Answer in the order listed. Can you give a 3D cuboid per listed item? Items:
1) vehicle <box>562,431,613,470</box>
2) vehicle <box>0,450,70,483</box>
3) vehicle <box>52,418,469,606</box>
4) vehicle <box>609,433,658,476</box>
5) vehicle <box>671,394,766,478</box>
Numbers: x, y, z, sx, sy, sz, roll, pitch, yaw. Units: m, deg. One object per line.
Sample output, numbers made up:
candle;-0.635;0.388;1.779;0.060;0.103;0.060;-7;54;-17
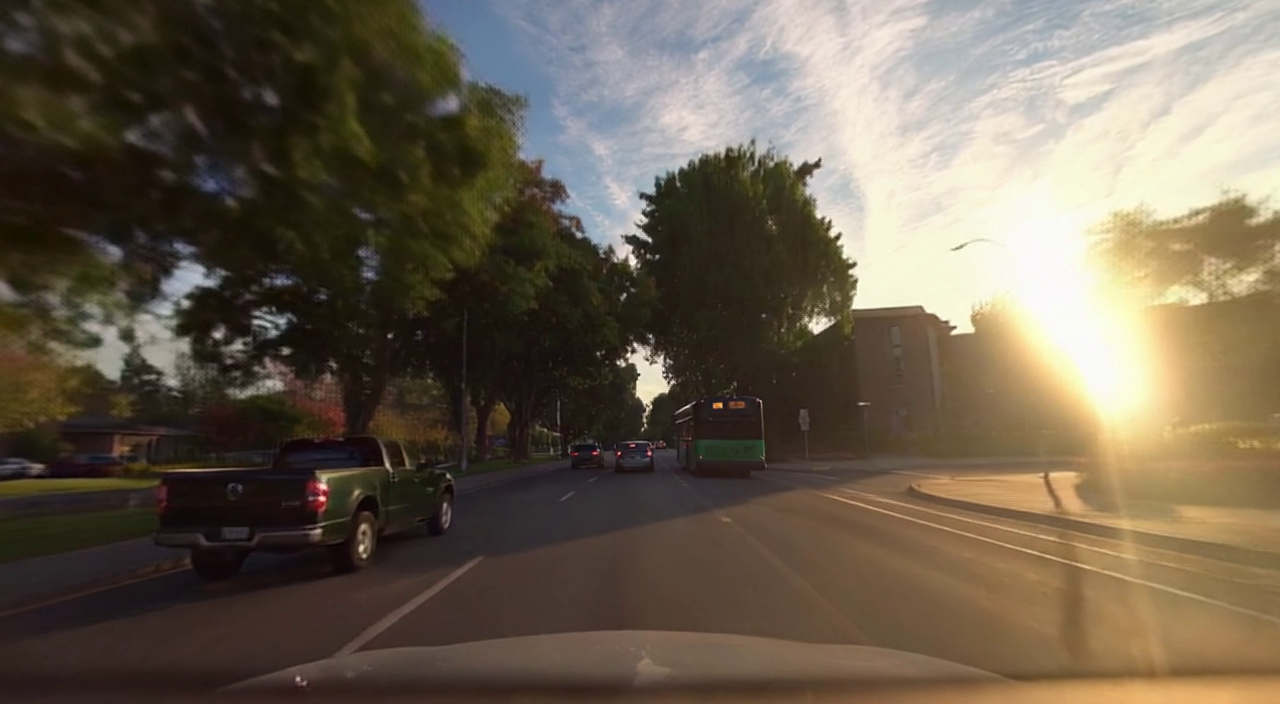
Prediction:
vehicle;-2.922;5.685;36.522;2.513;2.066;5.820;0;-8;0
vehicle;-34.921;6.364;35.169;1.824;1.673;4.557;0;-8;1
vehicle;-3.801;1.672;7.587;2.109;1.543;4.535;0;-8;1
vehicle;-0.234;4.768;29.567;2.074;1.849;5.137;0;-8;1
vehicle;3.368;4.206;30.911;3.059;3.264;12.623;0;-8;0
